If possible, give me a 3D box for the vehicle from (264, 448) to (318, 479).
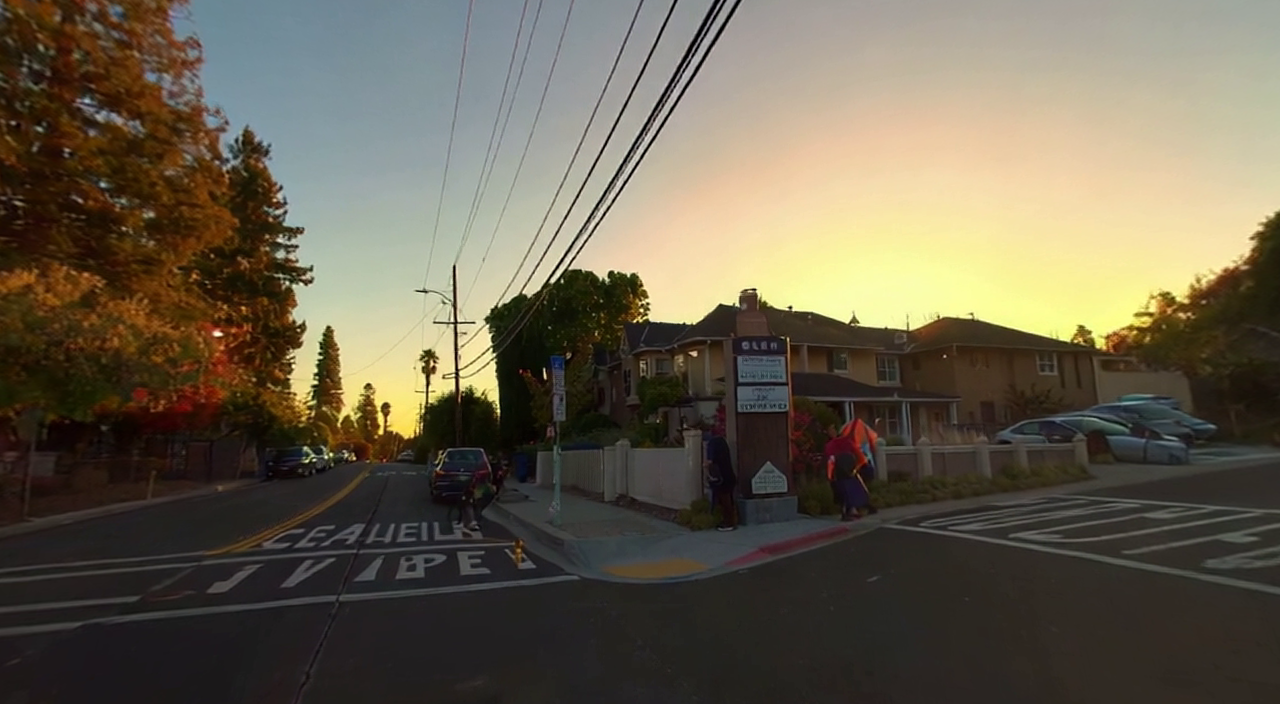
[{"bbox_3d":[-22.142,7.056,40.243,2.203,1.787,4.704,3,-9,-19],"label":"vehicle"}]
